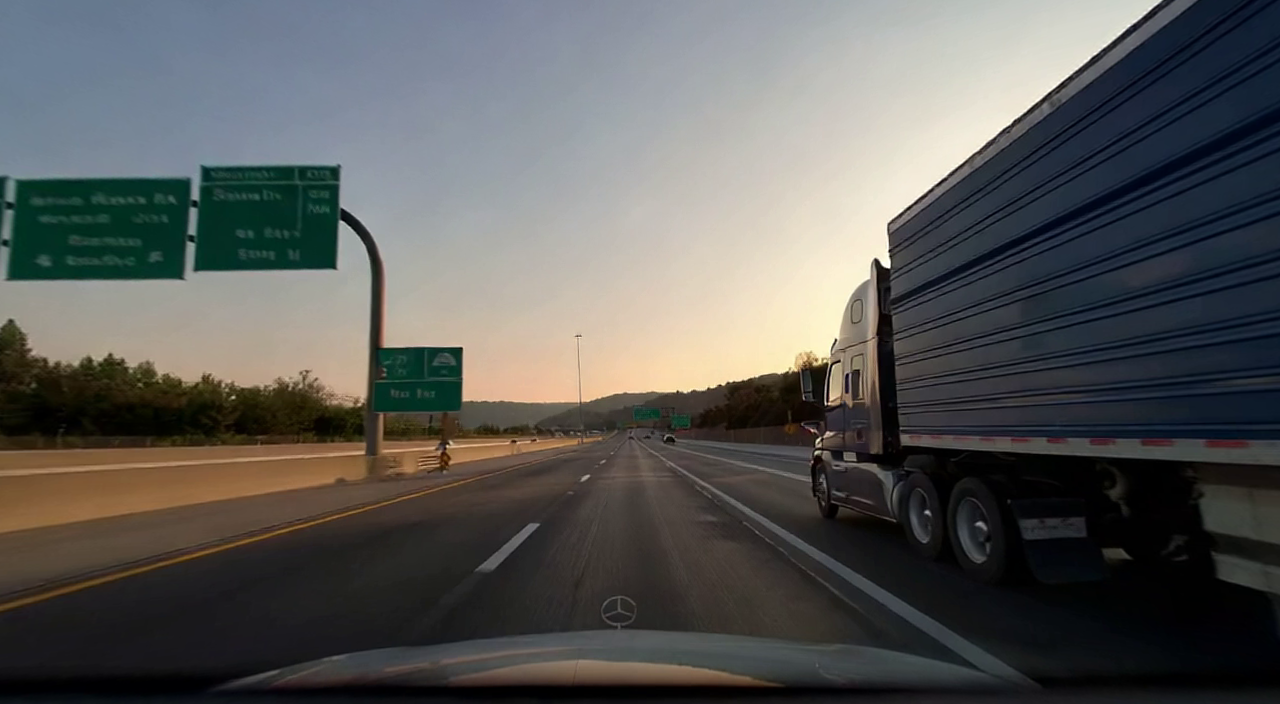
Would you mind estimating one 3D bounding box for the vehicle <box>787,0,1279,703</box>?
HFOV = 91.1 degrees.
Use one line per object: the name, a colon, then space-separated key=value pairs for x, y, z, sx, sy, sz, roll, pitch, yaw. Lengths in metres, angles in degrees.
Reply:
vehicle: x=4.121 y=-0.276 z=3.567 sx=3.220 sy=3.912 sz=12.116 roll=0 pitch=-8 yaw=-2
